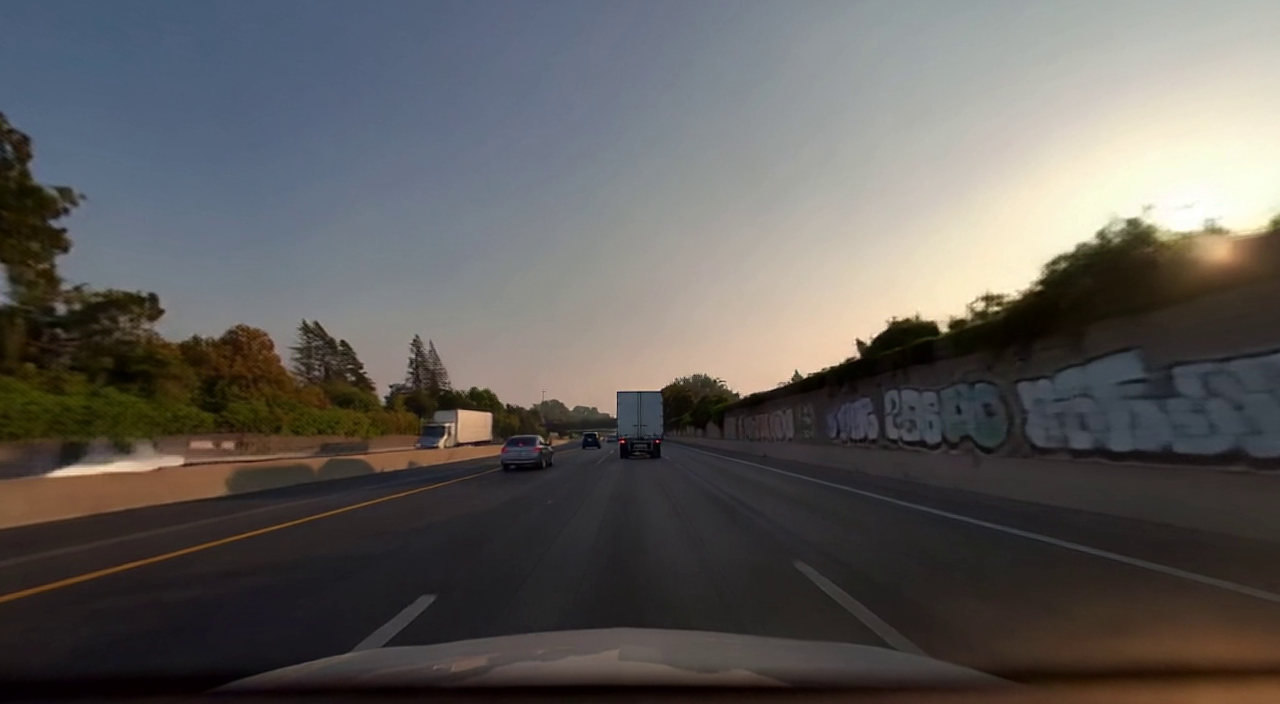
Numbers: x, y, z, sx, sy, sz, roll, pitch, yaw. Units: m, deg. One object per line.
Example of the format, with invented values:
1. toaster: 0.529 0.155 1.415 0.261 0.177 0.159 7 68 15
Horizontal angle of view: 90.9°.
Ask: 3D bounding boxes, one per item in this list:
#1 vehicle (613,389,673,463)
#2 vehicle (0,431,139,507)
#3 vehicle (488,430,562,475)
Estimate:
1. vehicle: 0.079 4.270 35.949 2.927 3.649 9.443 0 -8 -1
2. vehicle: -13.682 2.490 13.735 1.853 1.497 4.542 0 -7 -1
3. vehicle: -4.278 3.792 24.168 1.948 1.526 4.525 0 -8 0
